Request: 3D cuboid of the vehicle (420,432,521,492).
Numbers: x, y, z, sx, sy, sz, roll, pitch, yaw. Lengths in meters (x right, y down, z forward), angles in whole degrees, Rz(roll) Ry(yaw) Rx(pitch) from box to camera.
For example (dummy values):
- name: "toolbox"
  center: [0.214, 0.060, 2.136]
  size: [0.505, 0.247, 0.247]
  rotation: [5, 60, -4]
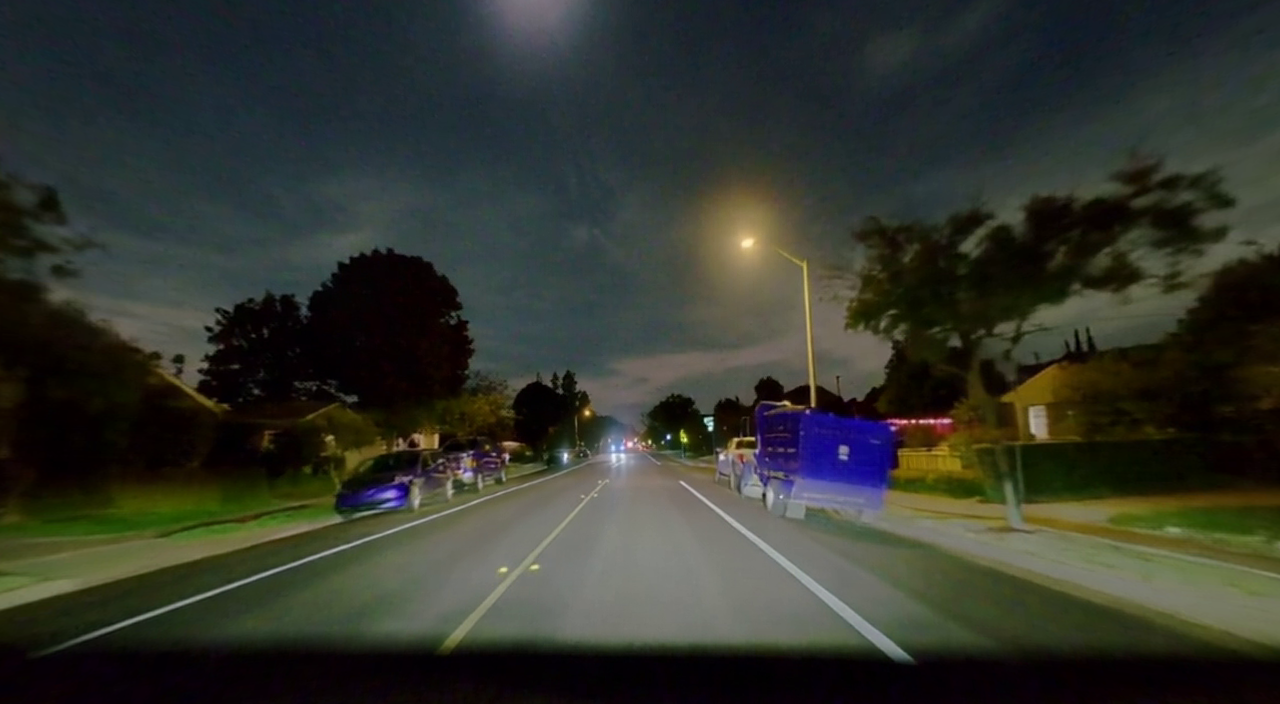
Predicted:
- name: "vehicle"
  center: [-6.483, 4.290, 25.003]
  size: [2.302, 2.059, 5.758]
  rotation: [0, -8, 1]

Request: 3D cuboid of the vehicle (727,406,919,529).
- name: "vehicle"
  center: [3.462, 2.355, 13.496]
  size: [2.332, 2.044, 5.695]
  rotation: [0, -9, -1]

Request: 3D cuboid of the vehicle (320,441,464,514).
- name: "vehicle"
  center: [-6.838, 3.489, 18.213]
  size: [2.005, 1.785, 5.179]
  rotation: [0, -8, 1]
